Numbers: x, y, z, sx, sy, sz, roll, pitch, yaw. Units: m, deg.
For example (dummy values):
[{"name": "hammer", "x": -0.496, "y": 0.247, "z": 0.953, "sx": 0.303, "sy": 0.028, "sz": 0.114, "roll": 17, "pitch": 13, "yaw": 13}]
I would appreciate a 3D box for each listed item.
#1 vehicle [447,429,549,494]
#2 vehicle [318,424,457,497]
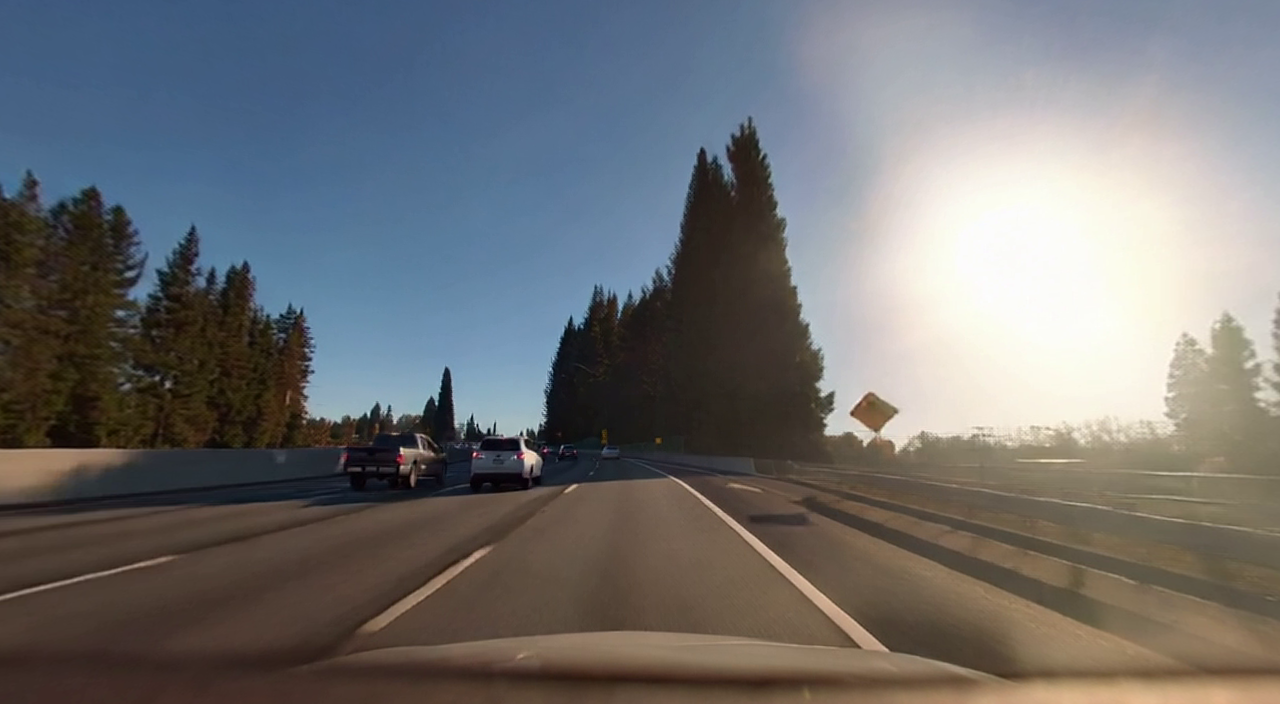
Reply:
[{"name": "vehicle", "x": -4.302, "y": 3.410, "z": 19.945, "sx": 2.142, "sy": 1.789, "sz": 5.009, "roll": 0, "pitch": -8, "yaw": -1}, {"name": "vehicle", "x": -7.598, "y": 3.314, "z": 19.625, "sx": 2.160, "sy": 1.949, "sz": 5.293, "roll": 0, "pitch": -8, "yaw": 0}]
